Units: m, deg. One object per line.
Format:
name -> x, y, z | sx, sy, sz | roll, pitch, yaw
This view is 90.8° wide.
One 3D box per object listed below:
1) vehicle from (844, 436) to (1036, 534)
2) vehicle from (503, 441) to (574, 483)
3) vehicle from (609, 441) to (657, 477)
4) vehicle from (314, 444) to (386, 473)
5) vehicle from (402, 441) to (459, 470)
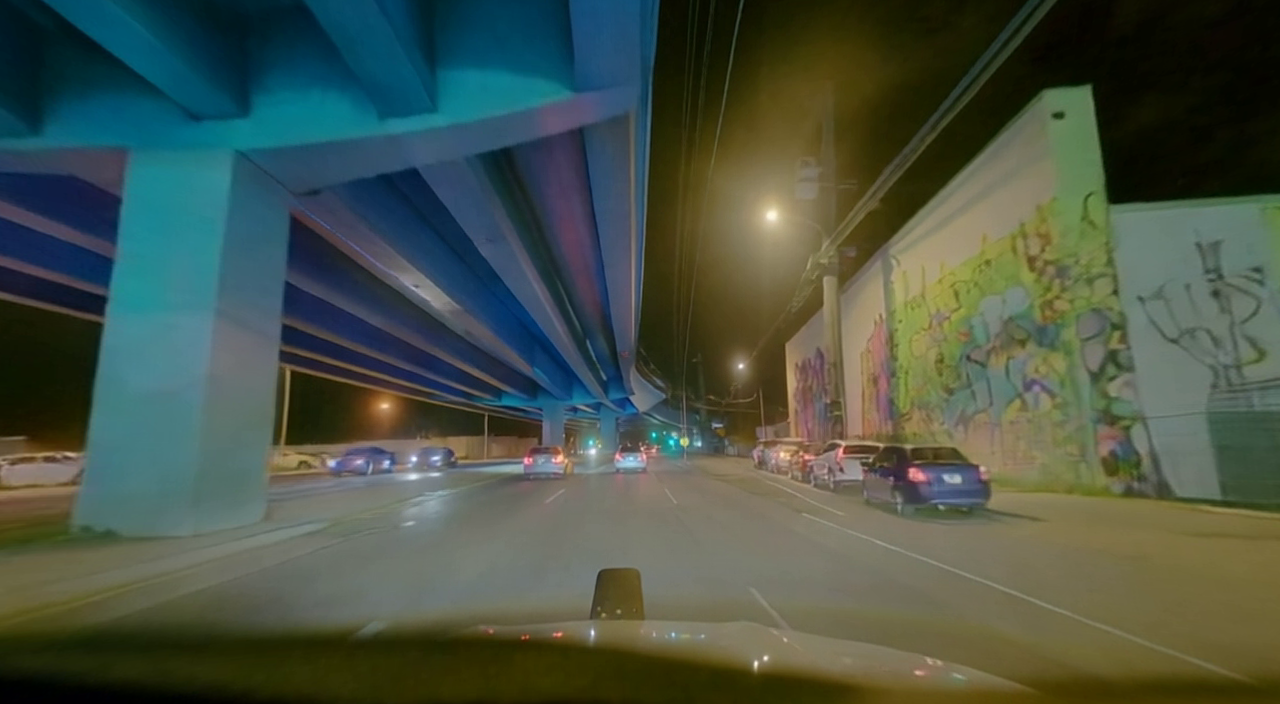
vehicle -> 5.805, 2.594, 12.881 | 2.023, 1.627, 3.971 | 1, -9, 1
vehicle -> -4.003, 4.412, 25.722 | 2.024, 1.533, 4.549 | 0, -8, 2
vehicle -> -0.329, 5.087, 30.352 | 2.155, 1.571, 3.734 | 1, -8, 0
vehicle -> -17.397, 6.383, 38.168 | 2.056, 1.643, 4.362 | 0, -8, 3
vehicle -> -13.878, 6.866, 42.137 | 2.069, 1.728, 4.567 | 0, -8, 2
